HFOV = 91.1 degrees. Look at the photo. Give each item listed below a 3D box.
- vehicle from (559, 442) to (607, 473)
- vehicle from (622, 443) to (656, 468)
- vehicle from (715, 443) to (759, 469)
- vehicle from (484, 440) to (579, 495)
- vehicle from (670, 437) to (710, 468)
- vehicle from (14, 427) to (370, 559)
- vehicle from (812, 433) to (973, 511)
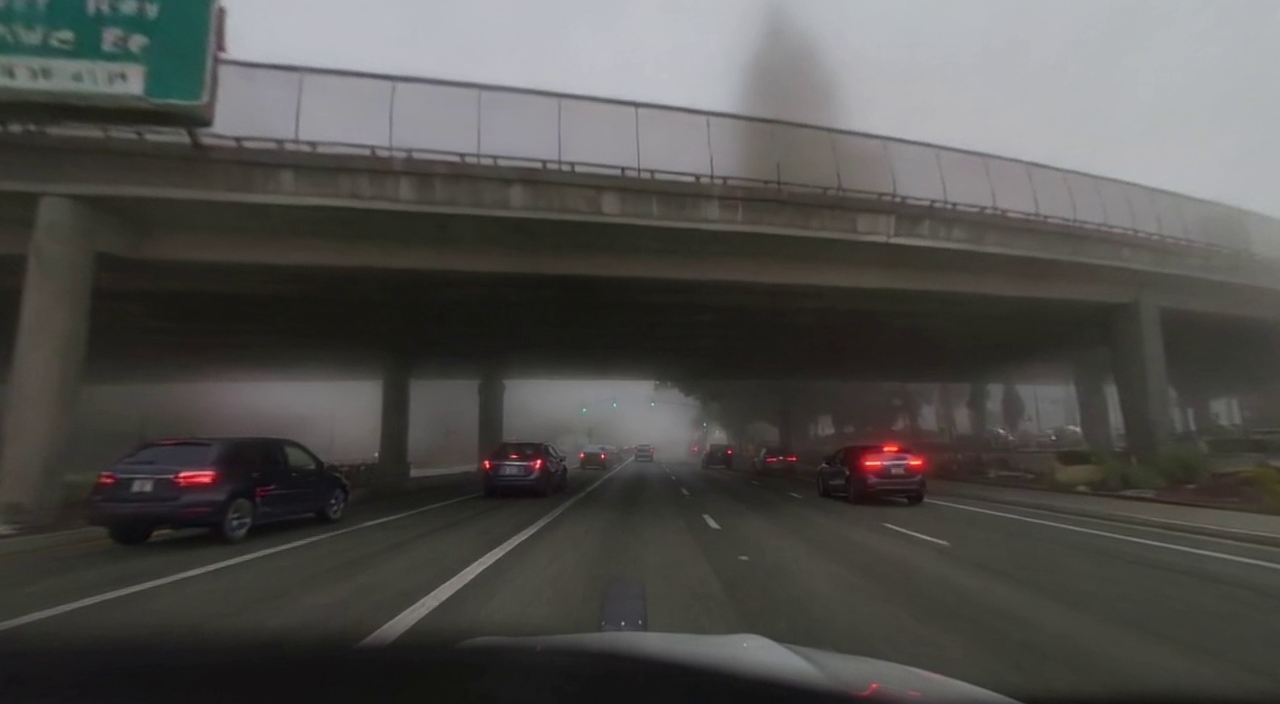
[{"bbox_3d":[-2.809,5.328,31.944,1.980,1.491,4.351,0,-8,1],"label":"vehicle"},{"bbox_3d":[-0.060,6.305,38.393,2.026,1.453,3.780,0,-8,0],"label":"vehicle"},{"bbox_3d":[5.940,6.382,38.827,1.924,1.527,4.268,0,-8,-2],"label":"vehicle"},{"bbox_3d":[-3.143,3.449,19.111,2.041,1.466,4.212,0,-8,1],"label":"vehicle"},{"bbox_3d":[2.992,6.185,38.747,2.034,1.762,4.420,0,-8,-1],"label":"vehicle"},{"bbox_3d":[-6.110,1.948,9.456,2.070,1.488,4.376,0,-8,1],"label":"vehicle"},{"bbox_3d":[5.962,2.875,15.539,2.056,1.624,4.498,0,-8,-1],"label":"vehicle"}]
